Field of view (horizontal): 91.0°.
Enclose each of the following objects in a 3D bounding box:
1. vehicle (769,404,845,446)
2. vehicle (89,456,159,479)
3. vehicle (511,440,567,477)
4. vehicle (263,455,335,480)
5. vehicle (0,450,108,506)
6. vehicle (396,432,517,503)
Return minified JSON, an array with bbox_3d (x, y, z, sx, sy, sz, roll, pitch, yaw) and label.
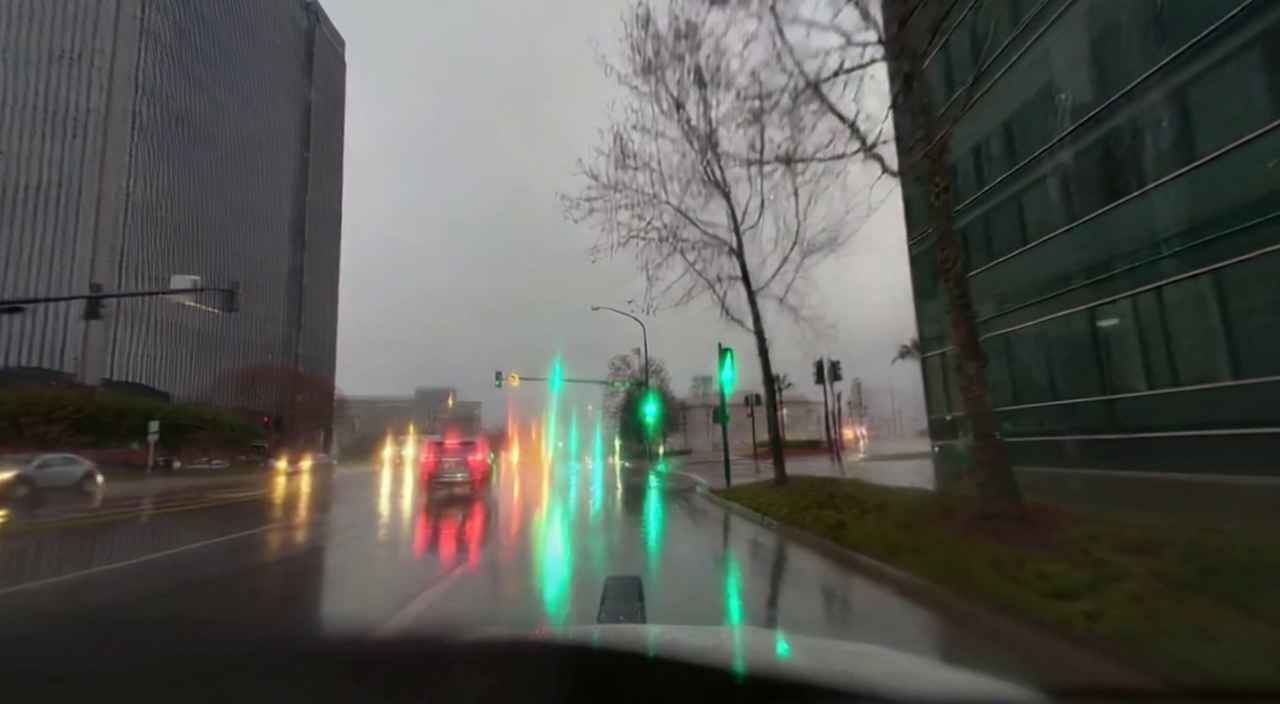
[{"bbox_3d":[12.906,5.779,49.030,4.005,2.827,4.538,4,-11,-14],"label":"vehicle"},{"bbox_3d":[-40.899,9.153,49.943,4.004,1.503,1.782,-2,-8,-2],"label":"vehicle"},{"bbox_3d":[-5.529,5.941,35.316,2.384,1.849,5.009,0,-9,-1],"label":"vehicle"},{"bbox_3d":[-23.876,8.070,44.312,2.103,1.590,4.613,-1,-9,6],"label":"vehicle"},{"bbox_3d":[-21.091,4.218,21.453,2.145,1.698,4.499,1,-9,-3],"label":"vehicle"},{"bbox_3d":[-5.039,3.254,18.063,2.169,1.741,4.588,1,-9,-2],"label":"vehicle"}]
